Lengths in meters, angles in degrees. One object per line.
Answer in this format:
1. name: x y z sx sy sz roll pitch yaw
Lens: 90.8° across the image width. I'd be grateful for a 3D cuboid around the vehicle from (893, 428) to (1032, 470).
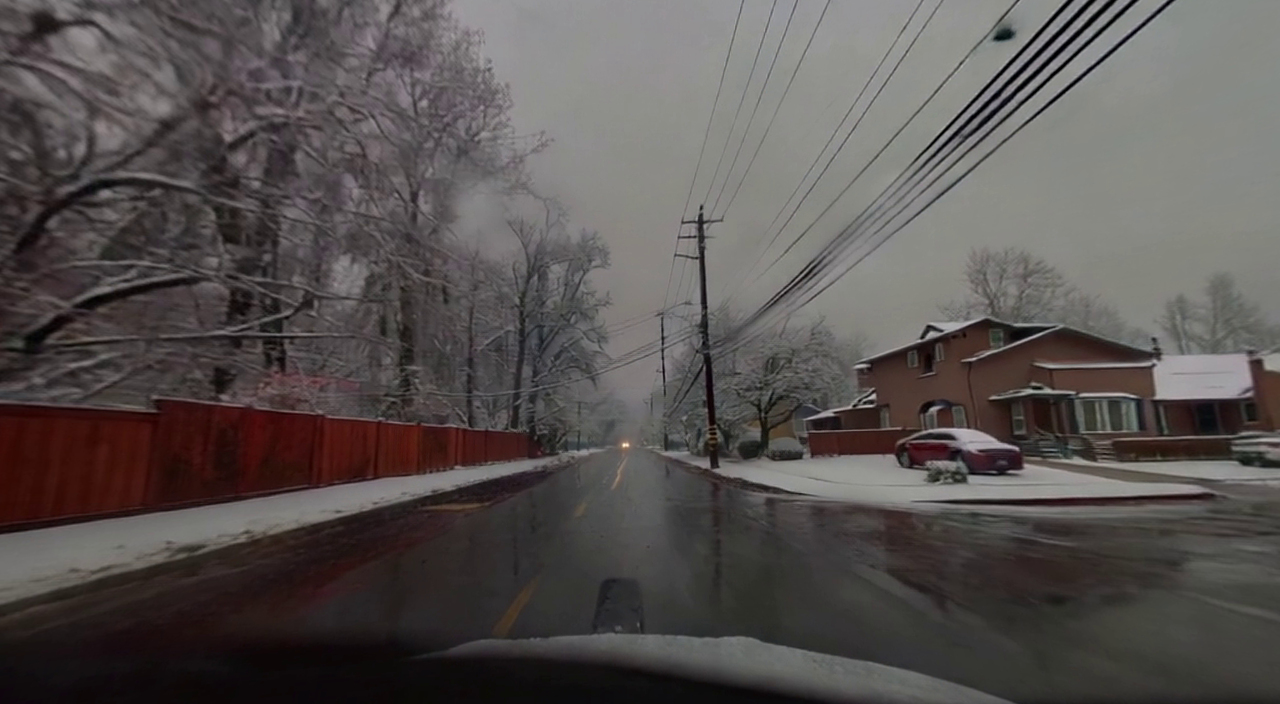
1. vehicle: 12.344 3.744 24.516 4.286 1.525 2.219 -1 -9 10
